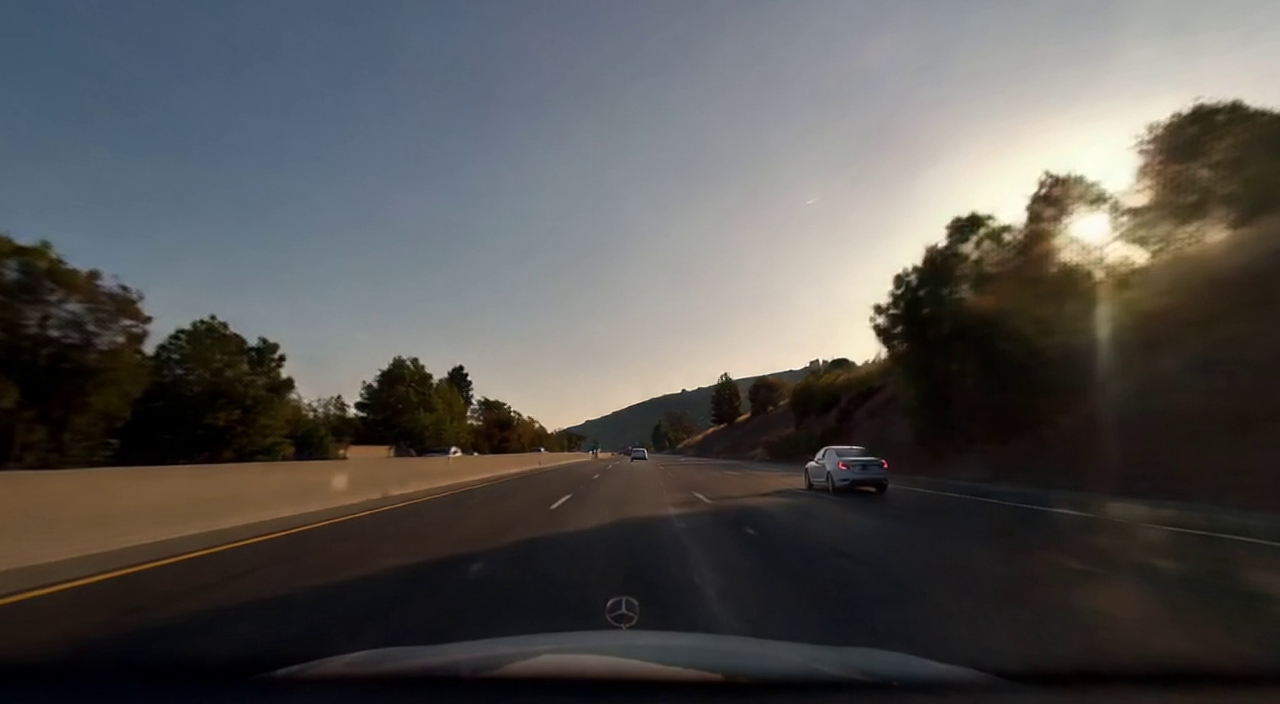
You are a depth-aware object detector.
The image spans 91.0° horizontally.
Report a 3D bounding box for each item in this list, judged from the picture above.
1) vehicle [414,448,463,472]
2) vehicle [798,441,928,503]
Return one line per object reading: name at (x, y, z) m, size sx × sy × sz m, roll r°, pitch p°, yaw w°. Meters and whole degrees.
vehicle at (-14.560, 7.774, 45.720) m, size 2.014 × 1.633 × 4.543 m, roll 0°, pitch -9°, yaw 0°
vehicle at (5.982, 3.258, 17.513) m, size 1.976 × 1.495 × 4.217 m, roll 0°, pitch -9°, yaw -1°
